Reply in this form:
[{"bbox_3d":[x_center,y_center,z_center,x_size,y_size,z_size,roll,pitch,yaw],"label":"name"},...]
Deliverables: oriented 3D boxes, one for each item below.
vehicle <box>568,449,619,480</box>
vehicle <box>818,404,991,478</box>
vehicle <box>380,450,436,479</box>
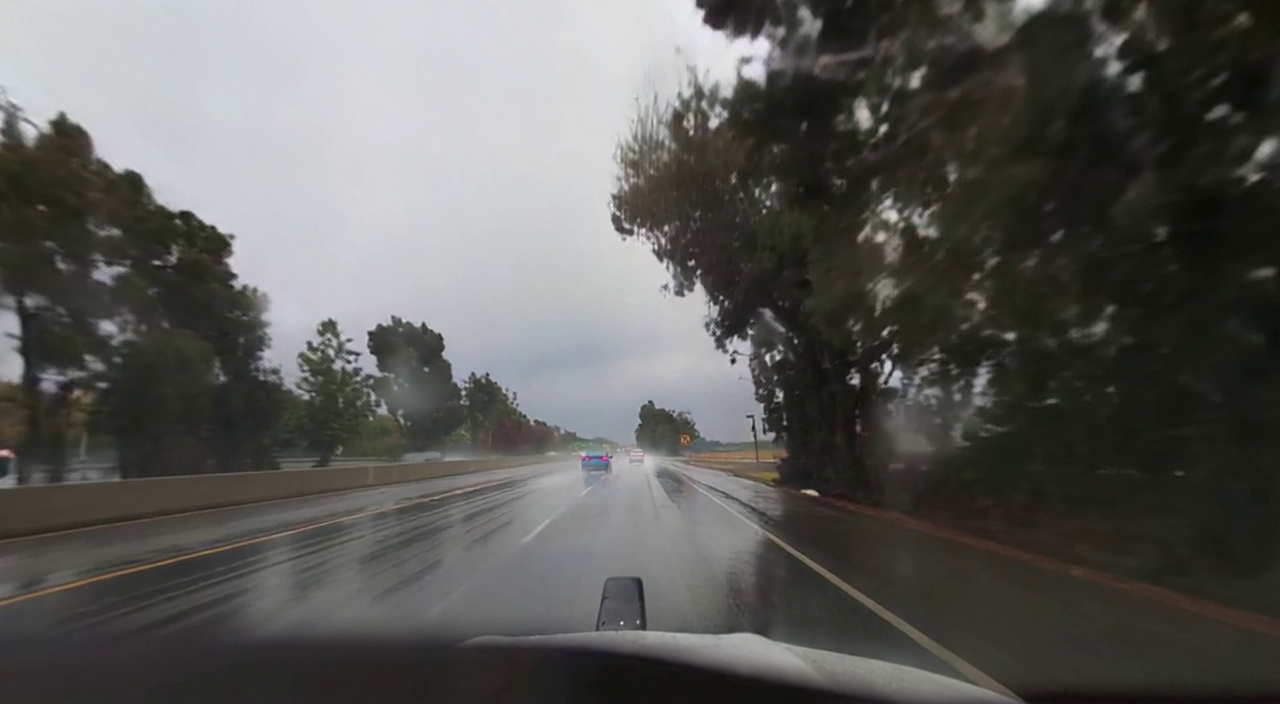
[{"bbox_3d":[-2.305,5.790,32.853,2.170,1.451,4.584,0,-9,2],"label":"vehicle"},{"bbox_3d":[17.564,6.168,44.197,2.859,4.163,14.784,-1,-7,-12],"label":"vehicle"},{"bbox_3d":[-13.144,6.377,35.935,1.751,1.466,3.977,-3,-9,-1],"label":"vehicle"}]
